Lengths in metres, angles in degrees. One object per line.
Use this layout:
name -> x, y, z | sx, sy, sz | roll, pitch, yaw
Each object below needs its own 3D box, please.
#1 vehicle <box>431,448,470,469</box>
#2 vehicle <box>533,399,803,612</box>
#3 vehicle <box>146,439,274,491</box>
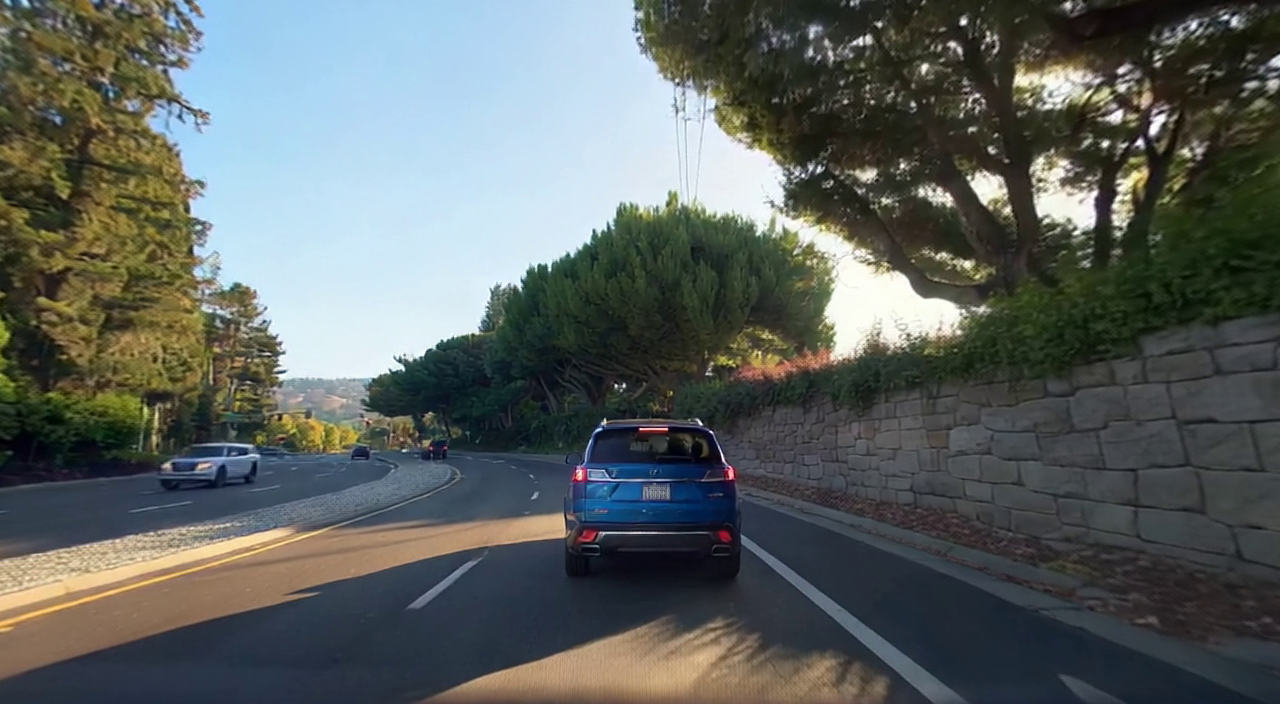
vehicle -> -14.286, 7.972, 47.440 | 2.023, 1.474, 4.286 | 4, -10, -27
vehicle -> 0.066, 1.603, 7.543 | 2.287, 1.762, 4.269 | 1, -9, -5
vehicle -> -15.611, 4.104, 23.320 | 2.317, 1.695, 4.538 | 2, -9, -13
